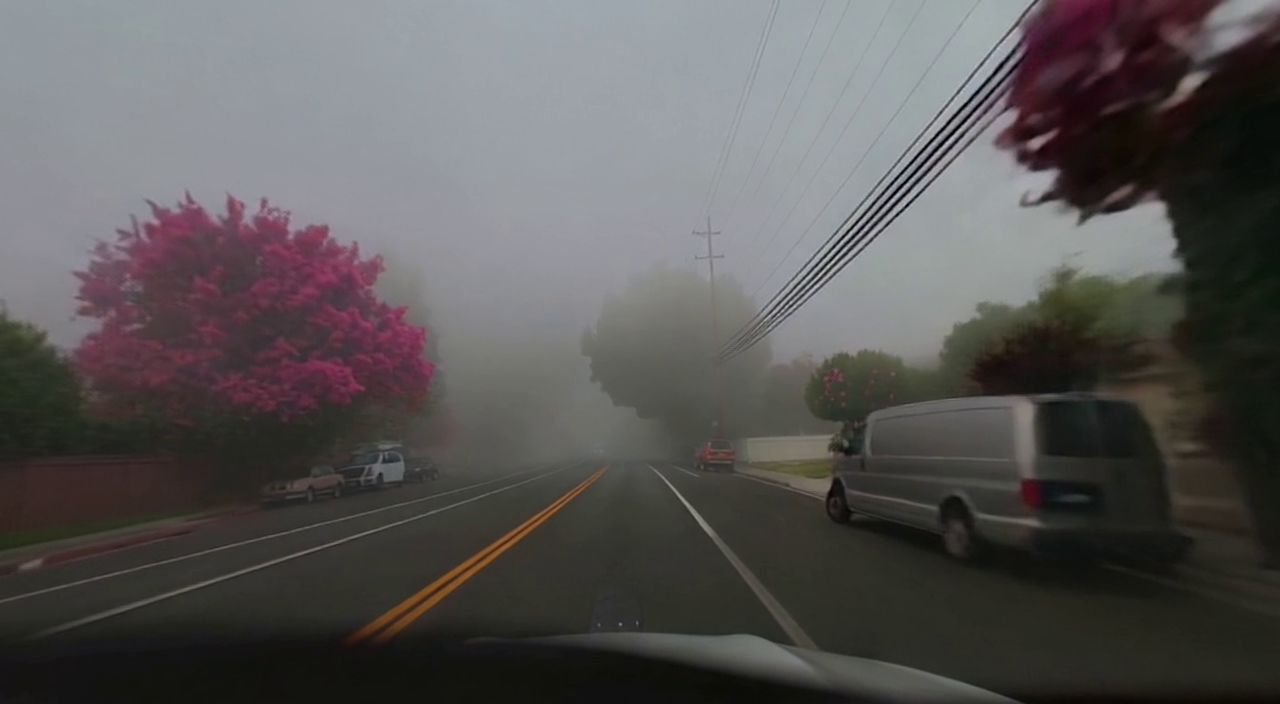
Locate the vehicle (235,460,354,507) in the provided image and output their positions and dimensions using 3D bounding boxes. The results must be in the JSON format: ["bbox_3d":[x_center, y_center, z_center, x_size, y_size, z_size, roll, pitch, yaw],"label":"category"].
[{"bbox_3d":[-13.416,5.094,24.932,2.041,1.573,4.575,0,-9,1],"label":"vehicle"}]

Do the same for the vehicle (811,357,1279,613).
[{"bbox_3d":[4.626,1.698,9.152,2.578,2.248,7.011,-1,-9,2],"label":"vehicle"}]

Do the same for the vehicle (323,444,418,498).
[{"bbox_3d":[-13.316,5.855,31.738,2.331,2.265,5.888,-2,-8,-1],"label":"vehicle"}]

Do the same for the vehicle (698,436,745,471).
[{"bbox_3d":[4.985,6.341,39.539,2.238,1.995,5.491,0,-9,0],"label":"vehicle"}]
